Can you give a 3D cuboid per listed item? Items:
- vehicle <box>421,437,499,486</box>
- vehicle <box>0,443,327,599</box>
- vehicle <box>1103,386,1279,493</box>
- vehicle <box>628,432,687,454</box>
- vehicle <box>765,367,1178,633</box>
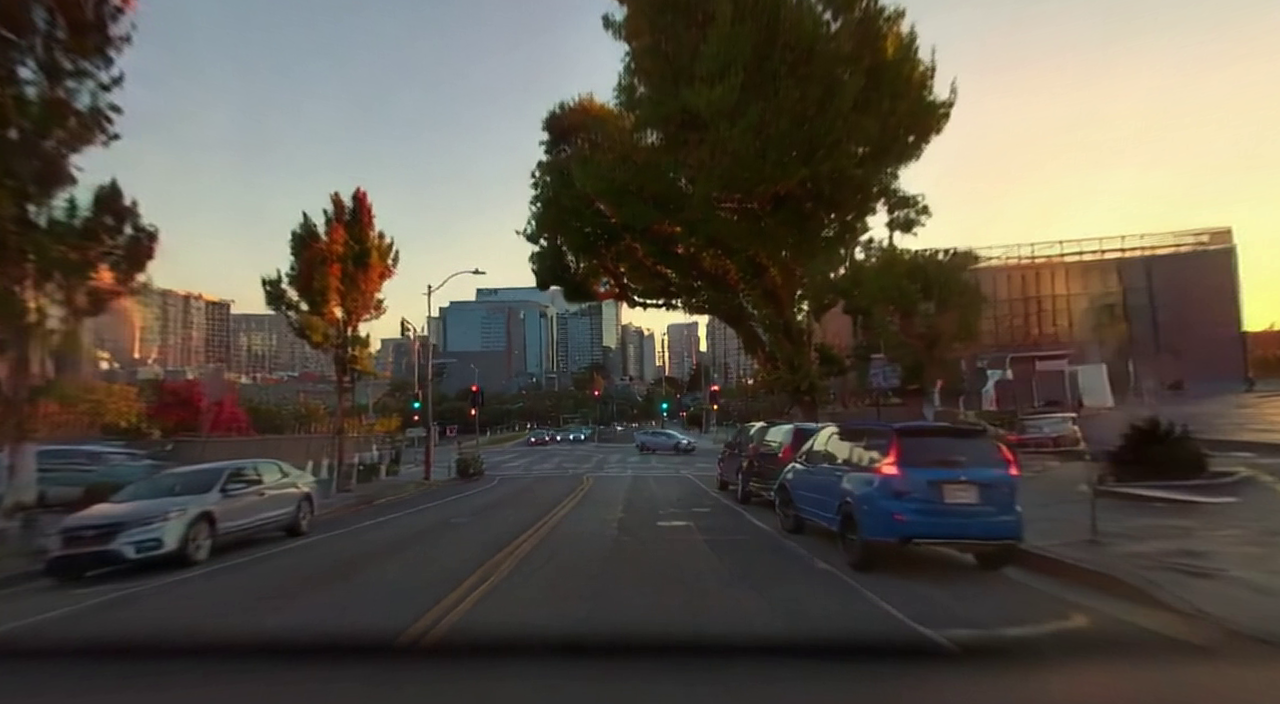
[{"bbox_3d":[-7.050,4.322,25.172,1.893,1.758,4.019,0,-8,0],"label":"vehicle"},{"bbox_3d":[-6.652,2.113,8.936,2.033,1.523,4.867,-3,-8,-1],"label":"vehicle"},{"bbox_3d":[10.005,1.457,10.950,3.738,1.566,1.708,3,-8,-30],"label":"vehicle"},{"bbox_3d":[1.315,7.116,49.289,4.448,1.599,1.837,0,-8,-1],"label":"vehicle"},{"bbox_3d":[2.772,1.371,6.814,1.954,1.845,4.682,-1,-8,1],"label":"vehicle"}]
